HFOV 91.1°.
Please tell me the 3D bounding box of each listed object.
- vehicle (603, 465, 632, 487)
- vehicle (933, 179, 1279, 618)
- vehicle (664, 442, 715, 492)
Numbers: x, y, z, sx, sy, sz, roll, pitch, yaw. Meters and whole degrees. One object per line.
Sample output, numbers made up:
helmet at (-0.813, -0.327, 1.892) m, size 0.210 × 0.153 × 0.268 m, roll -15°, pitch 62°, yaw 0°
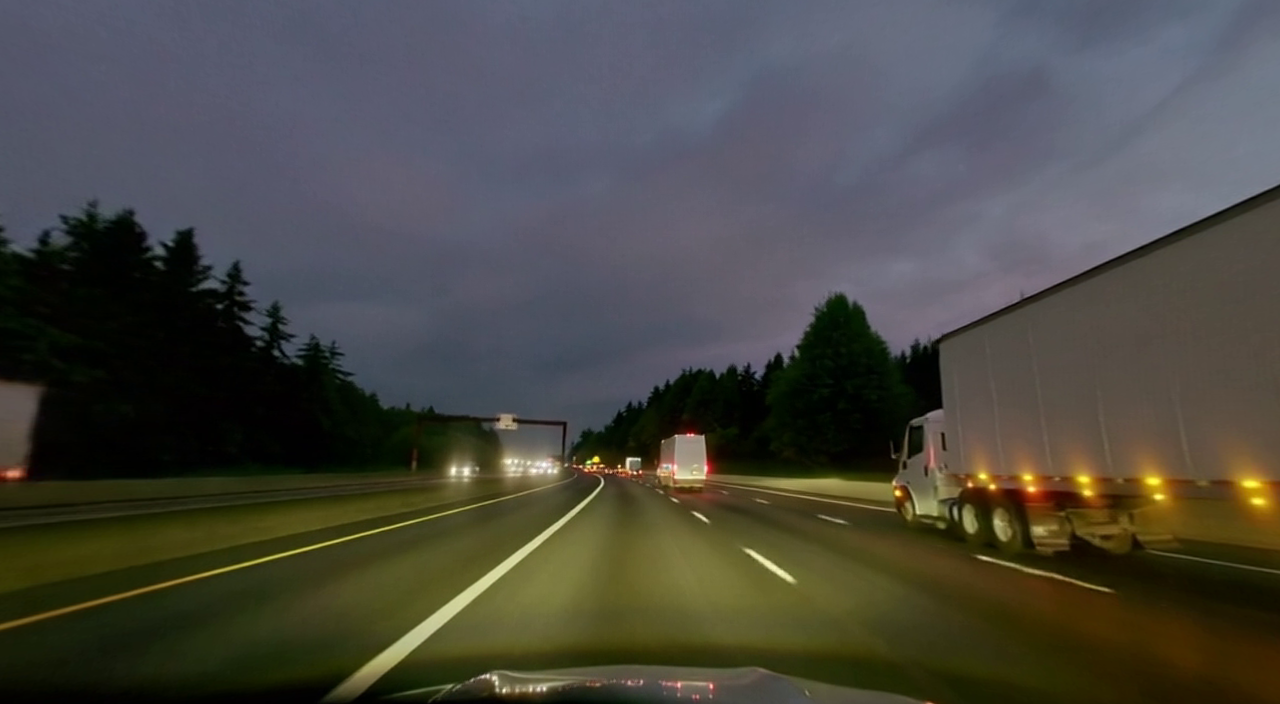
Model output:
vehicle at (-1.771, 9.607, 48.845) m, size 2.106 × 1.524 × 4.381 m, roll 1°, pitch -10°, yaw -2°
vehicle at (7.524, 0.355, 5.451) m, size 2.866 × 4.102 × 14.351 m, roll 1°, pitch -10°, yaw -1°
vehicle at (2.790, 6.675, 36.478) m, size 2.291 × 2.639 × 5.280 m, roll 1°, pitch -10°, yaw -3°
